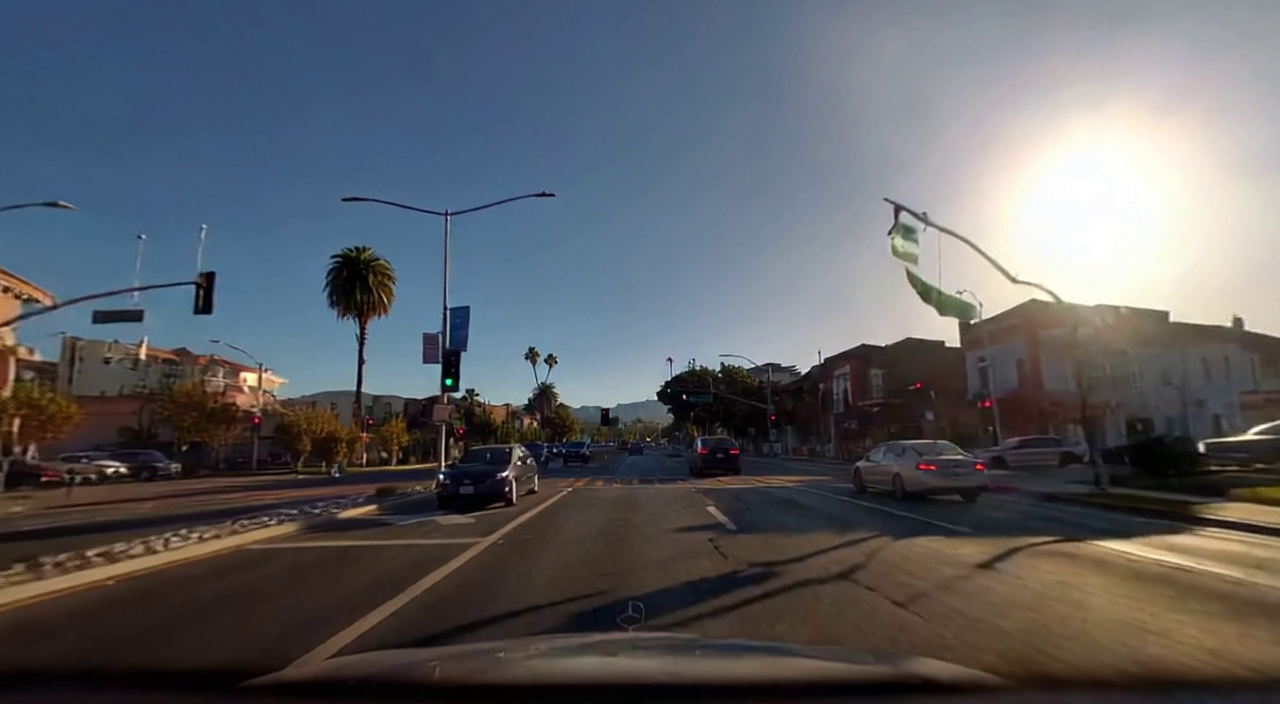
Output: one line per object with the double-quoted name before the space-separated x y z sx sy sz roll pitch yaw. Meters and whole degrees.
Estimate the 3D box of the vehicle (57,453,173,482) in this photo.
"vehicle" -28.844 6.354 34.742 4.579 1.504 1.942 0 -9 -1

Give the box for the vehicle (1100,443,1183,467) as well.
"vehicle" 33.085 6.783 41.648 3.822 1.501 1.908 0 -8 -2

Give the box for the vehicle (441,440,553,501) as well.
"vehicle" -3.840 3.261 17.787 2.037 1.472 4.152 0 -9 2

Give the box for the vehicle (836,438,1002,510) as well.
"vehicle" 6.447 2.848 15.246 1.890 1.471 4.566 0 -9 0

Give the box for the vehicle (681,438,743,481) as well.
"vehicle" 2.914 4.479 26.504 2.009 1.639 4.267 0 -9 -1

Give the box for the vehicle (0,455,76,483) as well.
"vehicle" -34.266 6.470 34.892 4.268 1.476 1.802 0 -9 -1
